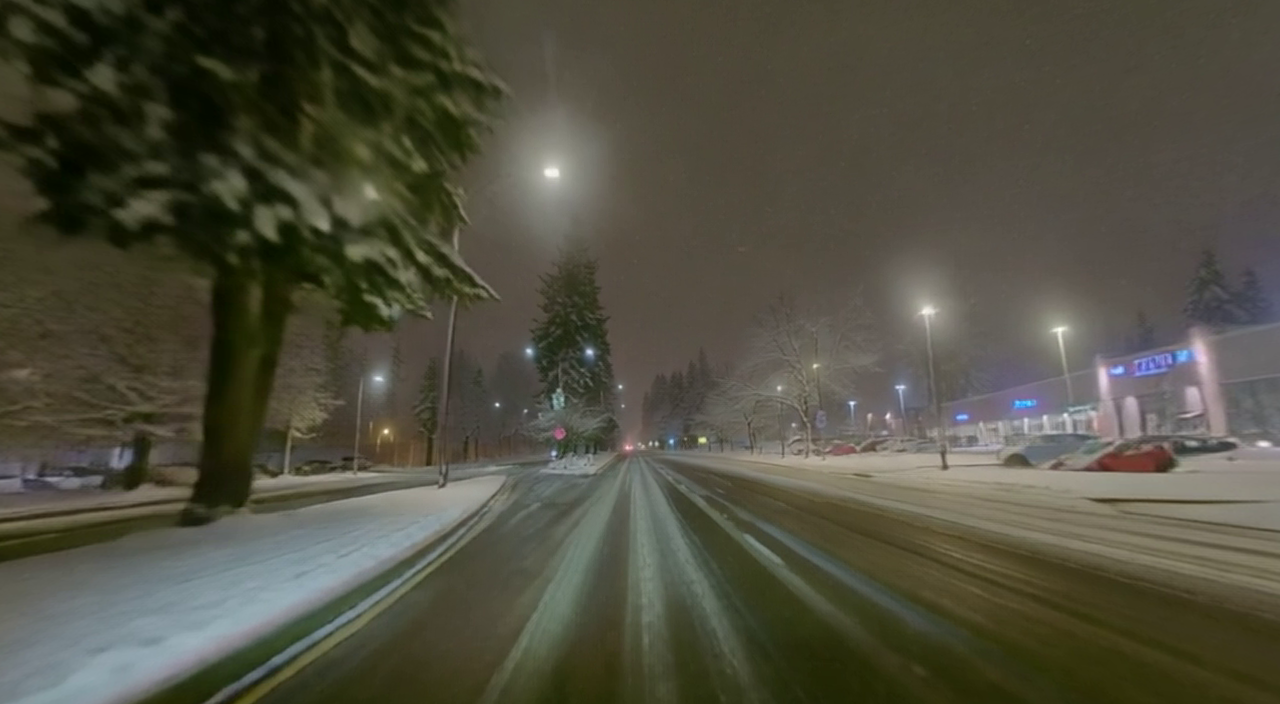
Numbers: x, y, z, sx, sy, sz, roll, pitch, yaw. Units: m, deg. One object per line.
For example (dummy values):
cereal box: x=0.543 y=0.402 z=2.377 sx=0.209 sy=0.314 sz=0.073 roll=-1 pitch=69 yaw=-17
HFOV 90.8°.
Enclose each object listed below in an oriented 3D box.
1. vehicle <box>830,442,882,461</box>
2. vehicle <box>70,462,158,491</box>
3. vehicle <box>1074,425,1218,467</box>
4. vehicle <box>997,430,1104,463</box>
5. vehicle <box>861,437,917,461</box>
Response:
vehicle: x=16.994 y=7.857 z=49.972 sx=1.974 sy=1.446 sz=4.614 roll=1 pitch=-9 yaw=-8
vehicle: x=-30.922 y=7.318 z=37.117 sx=4.663 sy=1.565 sz=2.027 roll=-6 pitch=-10 yaw=25
vehicle: x=21.117 y=3.999 z=26.691 sx=1.941 sy=1.511 sz=4.690 roll=-2 pitch=-9 yaw=-3
vehicle: x=20.966 y=4.874 z=32.551 sx=2.048 sy=1.559 sz=4.758 roll=0 pitch=-9 yaw=-4
vehicle: x=19.515 y=7.620 z=49.669 sx=1.995 sy=1.673 sz=4.725 roll=-1 pitch=-9 yaw=-7
